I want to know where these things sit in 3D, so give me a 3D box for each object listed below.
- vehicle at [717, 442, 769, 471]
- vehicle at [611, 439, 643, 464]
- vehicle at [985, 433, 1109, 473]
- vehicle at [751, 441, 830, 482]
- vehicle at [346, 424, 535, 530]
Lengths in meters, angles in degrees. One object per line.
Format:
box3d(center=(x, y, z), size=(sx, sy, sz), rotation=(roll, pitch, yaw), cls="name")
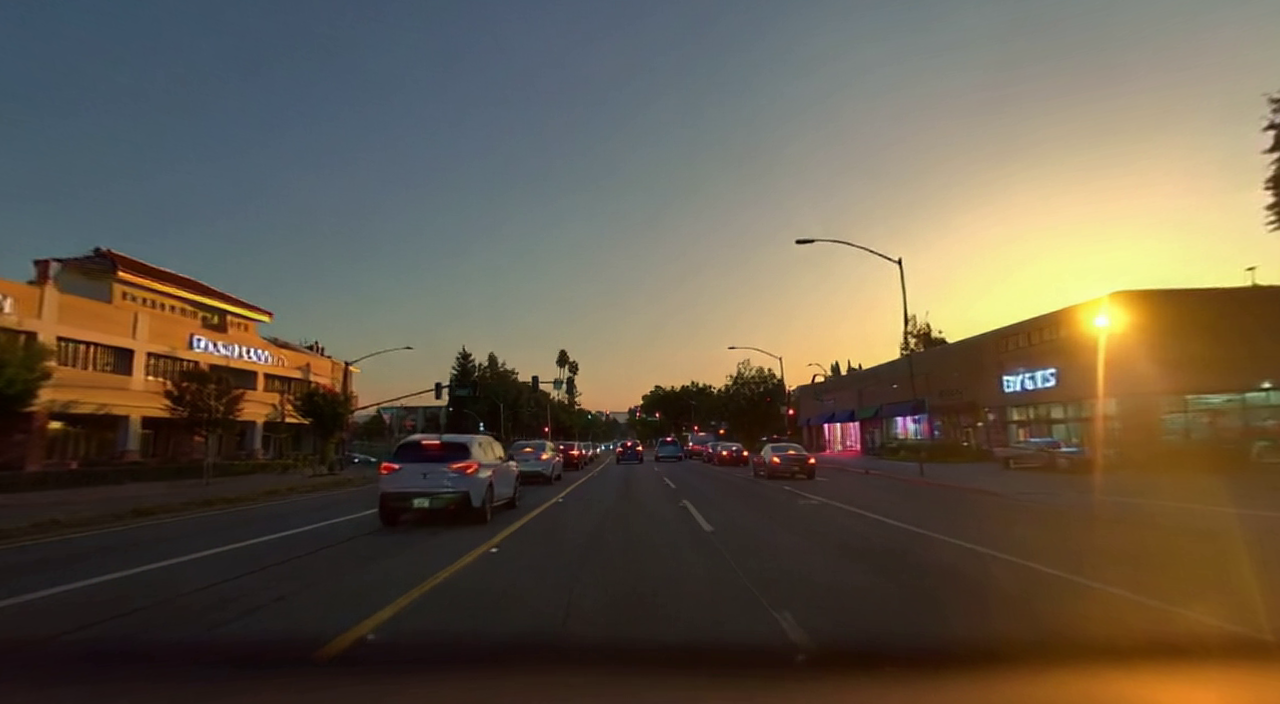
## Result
box3d(center=(5.709, 5.848, 35.638), size=(1.969, 1.502, 4.663), rotation=(0, -8, -2), cls="vehicle")
box3d(center=(-0.969, 7.384, 47.182), size=(2.261, 1.741, 4.255), rotation=(0, -8, -1), cls="vehicle")
box3d(center=(16.352, 4.088, 25.724), size=(1.819, 1.457, 4.680), rotation=(0, -8, -2), cls="vehicle")
box3d(center=(5.893, 4.325, 25.304), size=(2.017, 1.453, 4.497), rotation=(0, -8, 0), cls="vehicle")
box3d(center=(-3.495, 2.276, 12.132), size=(2.143, 1.643, 4.336), rotation=(0, -8, 1), cls="vehicle")
